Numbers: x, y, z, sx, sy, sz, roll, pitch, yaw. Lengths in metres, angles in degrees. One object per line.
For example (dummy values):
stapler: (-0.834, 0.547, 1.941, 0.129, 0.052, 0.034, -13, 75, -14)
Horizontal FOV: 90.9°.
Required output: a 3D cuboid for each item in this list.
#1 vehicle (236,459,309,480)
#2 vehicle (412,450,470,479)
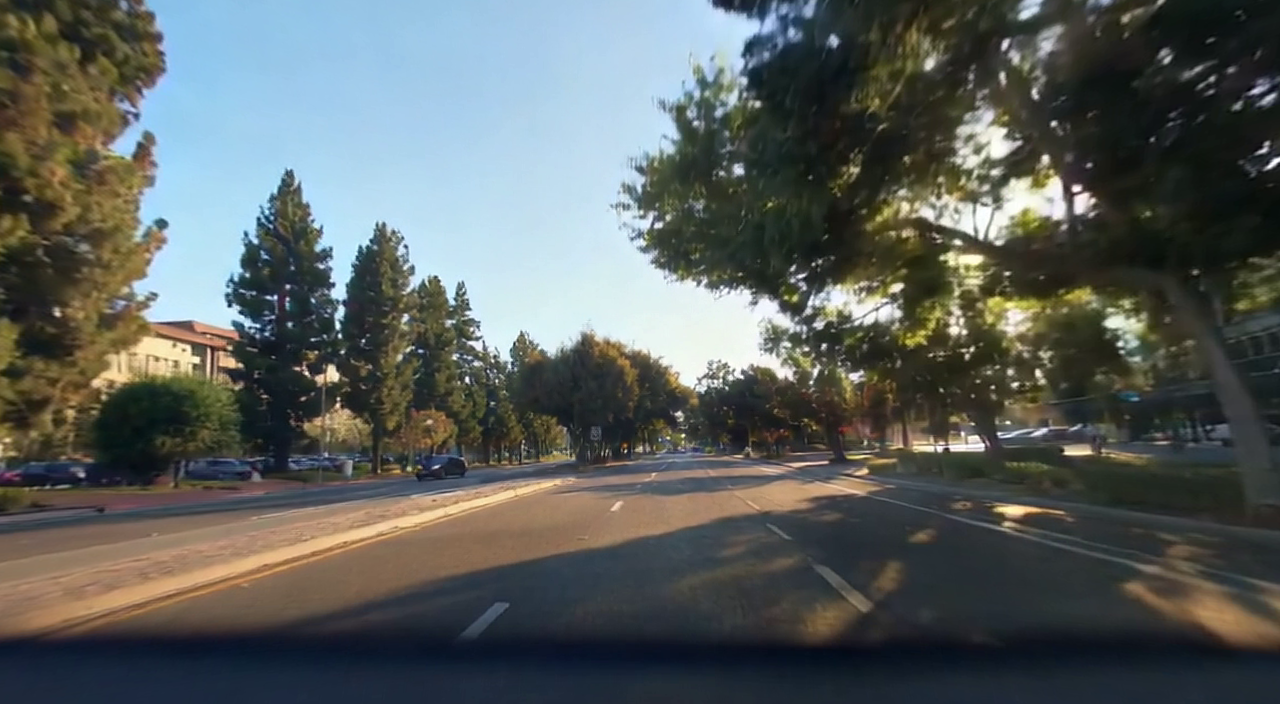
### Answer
vehicle: (-27.733, 8.852, 47.672, 4.380, 1.461, 1.754, -1, -8, 3)
vehicle: (-12.912, 7.316, 41.228, 1.915, 1.721, 4.402, -1, -8, 7)
